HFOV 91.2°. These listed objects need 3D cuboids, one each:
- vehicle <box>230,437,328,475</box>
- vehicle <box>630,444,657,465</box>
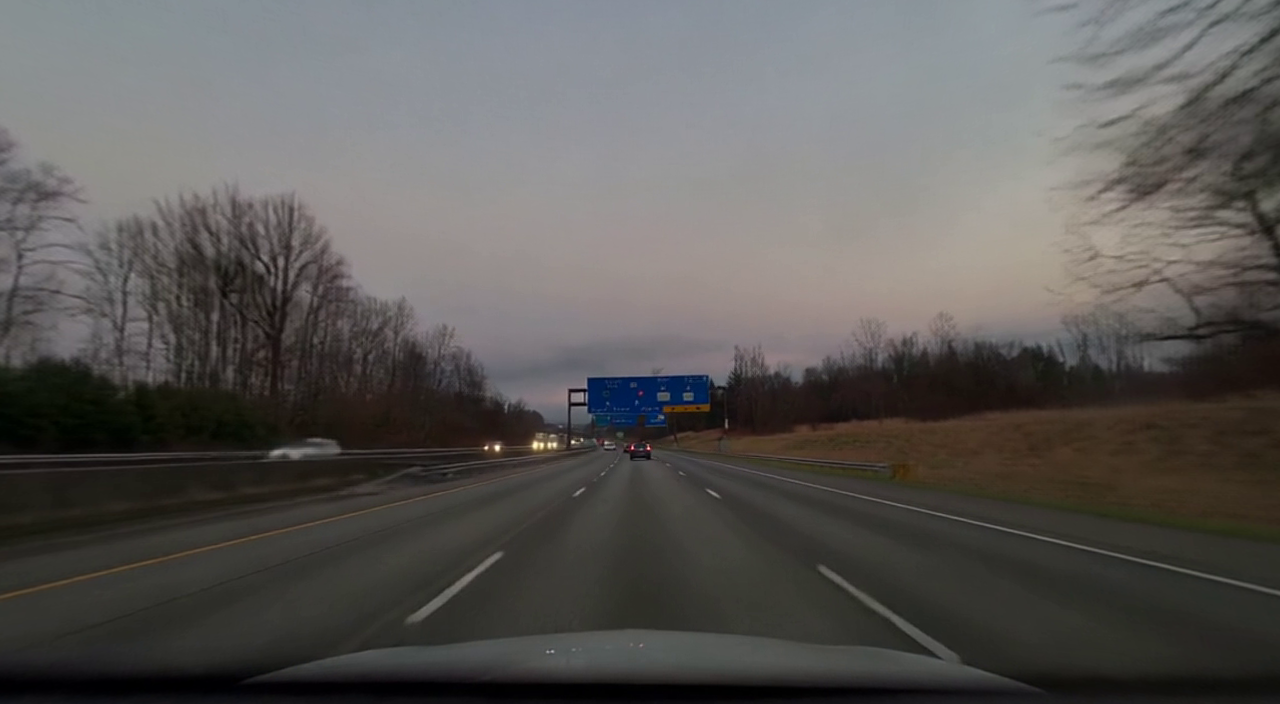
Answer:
[{"bbox_3d":[-16.896,4.886,29.667,1.951,1.640,4.508,0,-9,0],"label":"vehicle"},{"bbox_3d":[0.253,7.412,45.613,1.859,1.478,3.799,0,-9,0],"label":"vehicle"}]
